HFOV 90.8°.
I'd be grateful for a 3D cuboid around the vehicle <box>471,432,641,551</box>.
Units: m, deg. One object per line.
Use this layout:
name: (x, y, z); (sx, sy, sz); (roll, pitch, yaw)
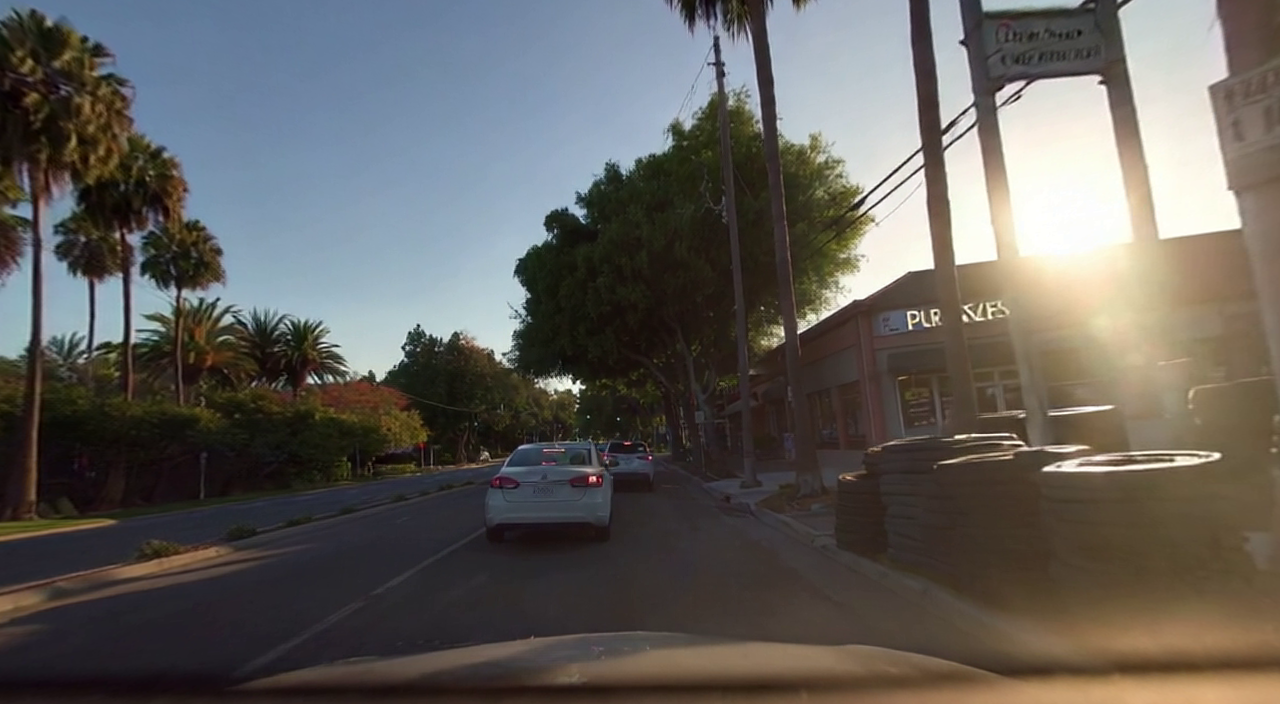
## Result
vehicle: (-1.104, 2.094, 10.174); (2.169, 1.495, 4.048); (0, -8, -1)
